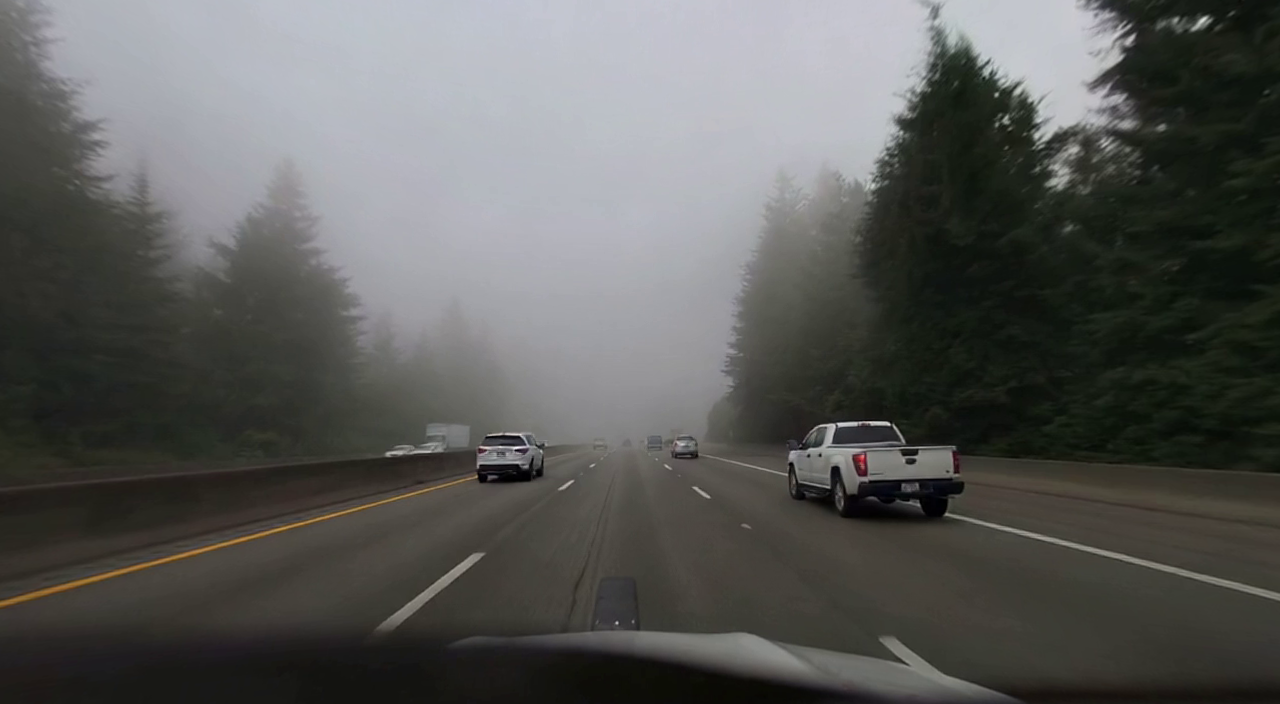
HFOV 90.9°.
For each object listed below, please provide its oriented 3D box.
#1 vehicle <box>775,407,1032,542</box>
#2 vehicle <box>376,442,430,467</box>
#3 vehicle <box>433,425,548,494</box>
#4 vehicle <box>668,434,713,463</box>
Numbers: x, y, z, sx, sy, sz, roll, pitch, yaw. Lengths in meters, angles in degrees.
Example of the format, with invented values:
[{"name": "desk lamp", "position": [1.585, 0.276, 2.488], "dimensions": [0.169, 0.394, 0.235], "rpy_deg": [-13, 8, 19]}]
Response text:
[{"name": "vehicle", "position": [3.753, 1.822, 10.157], "dimensions": [1.949, 1.639, 4.748], "rpy_deg": [0, -8, -2]}, {"name": "vehicle", "position": [-15.790, 6.840, 42.276], "dimensions": [1.928, 1.502, 4.794], "rpy_deg": [0, -8, -2]}, {"name": "vehicle", "position": [-3.889, 2.860, 17.345], "dimensions": [2.011, 1.614, 4.808], "rpy_deg": [0, -8, 0]}, {"name": "vehicle", "position": [2.659, 5.172, 34.067], "dimensions": [1.990, 1.480, 3.865], "rpy_deg": [0, -8, -2]}]
